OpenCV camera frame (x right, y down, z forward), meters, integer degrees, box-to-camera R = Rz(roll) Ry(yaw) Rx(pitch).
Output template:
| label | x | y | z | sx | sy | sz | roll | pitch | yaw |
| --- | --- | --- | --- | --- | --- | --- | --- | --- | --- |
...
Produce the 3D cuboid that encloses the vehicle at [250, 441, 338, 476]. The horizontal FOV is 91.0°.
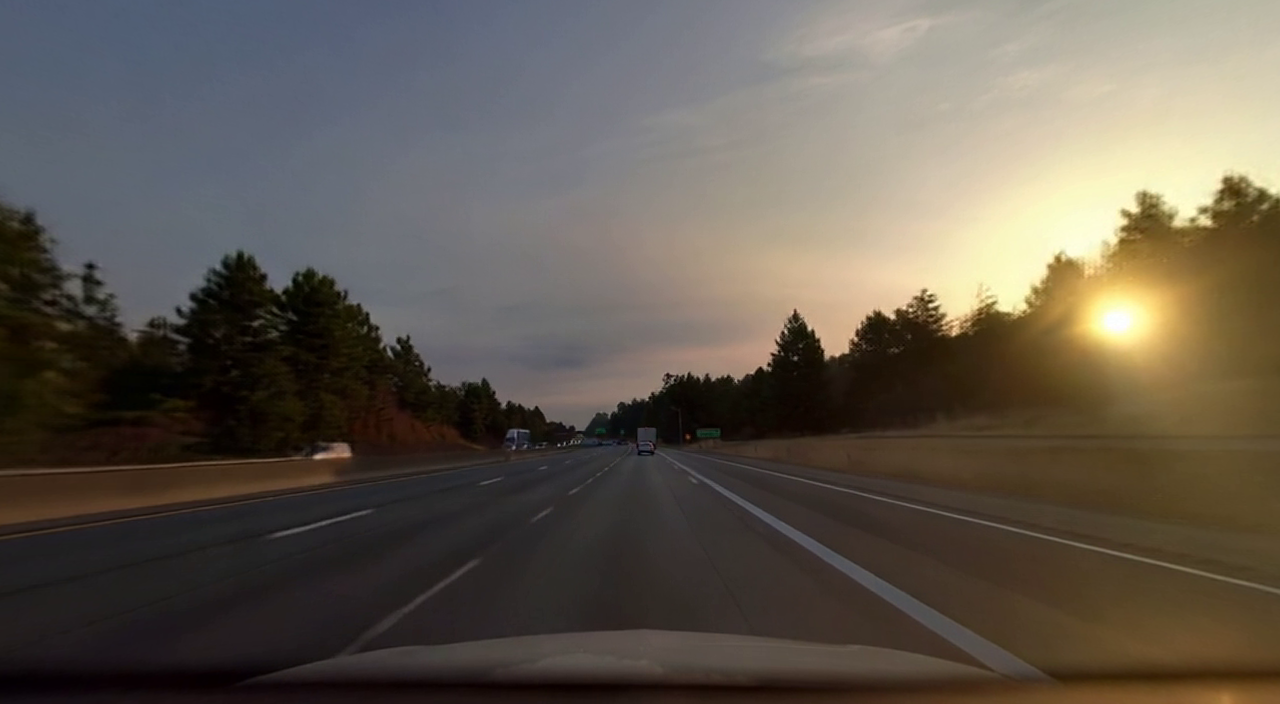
| label | x | y | z | sx | sy | sz | roll | pitch | yaw |
| --- | --- | --- | --- | --- | --- | --- | --- | --- | --- |
| vehicle | -18.093 | 5.559 | 33.178 | 1.933 | 1.671 | 4.623 | 0 | -8 | 1 |
